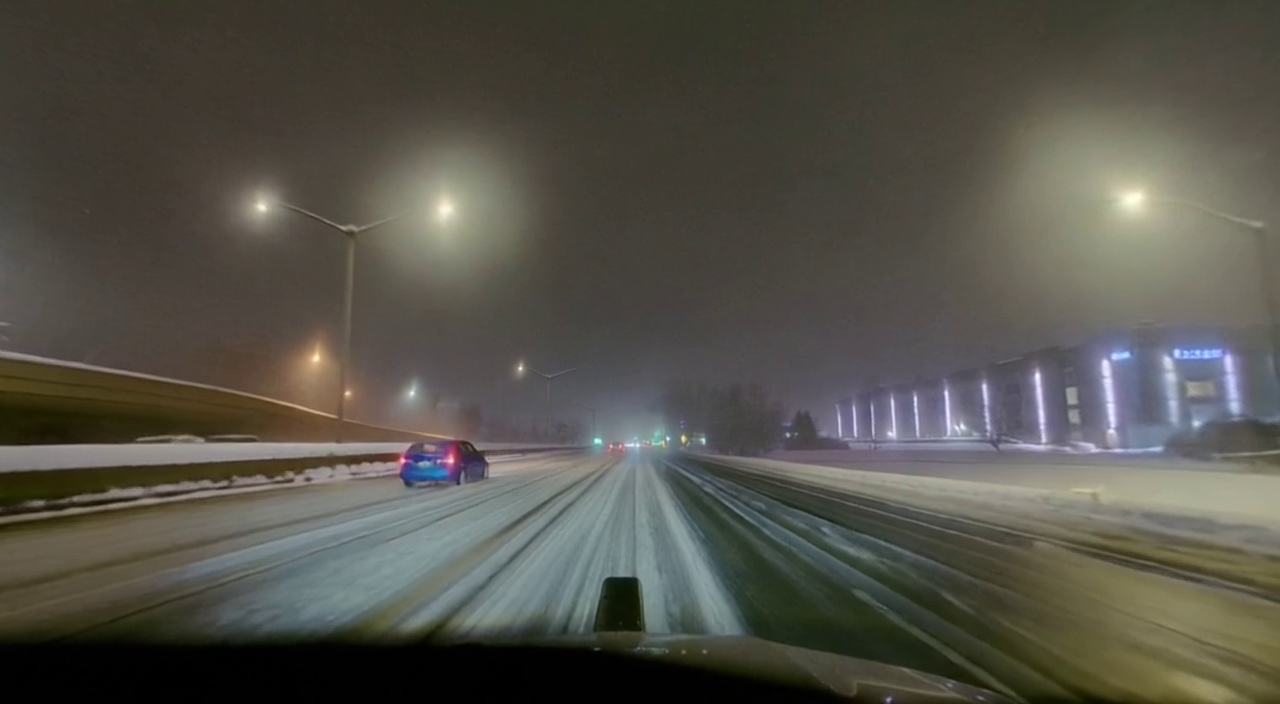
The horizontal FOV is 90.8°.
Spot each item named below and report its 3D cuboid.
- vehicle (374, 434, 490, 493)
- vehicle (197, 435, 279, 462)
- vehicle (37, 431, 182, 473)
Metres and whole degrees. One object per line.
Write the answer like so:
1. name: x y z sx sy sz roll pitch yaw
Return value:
1. vehicle: -6.025 3.267 18.889 1.990 1.529 4.288 0 -8 0
2. vehicle: -25.316 6.104 40.023 1.960 1.625 4.816 0 -8 0
3. vehicle: -22.312 4.231 26.903 1.978 1.616 4.835 0 -8 0
